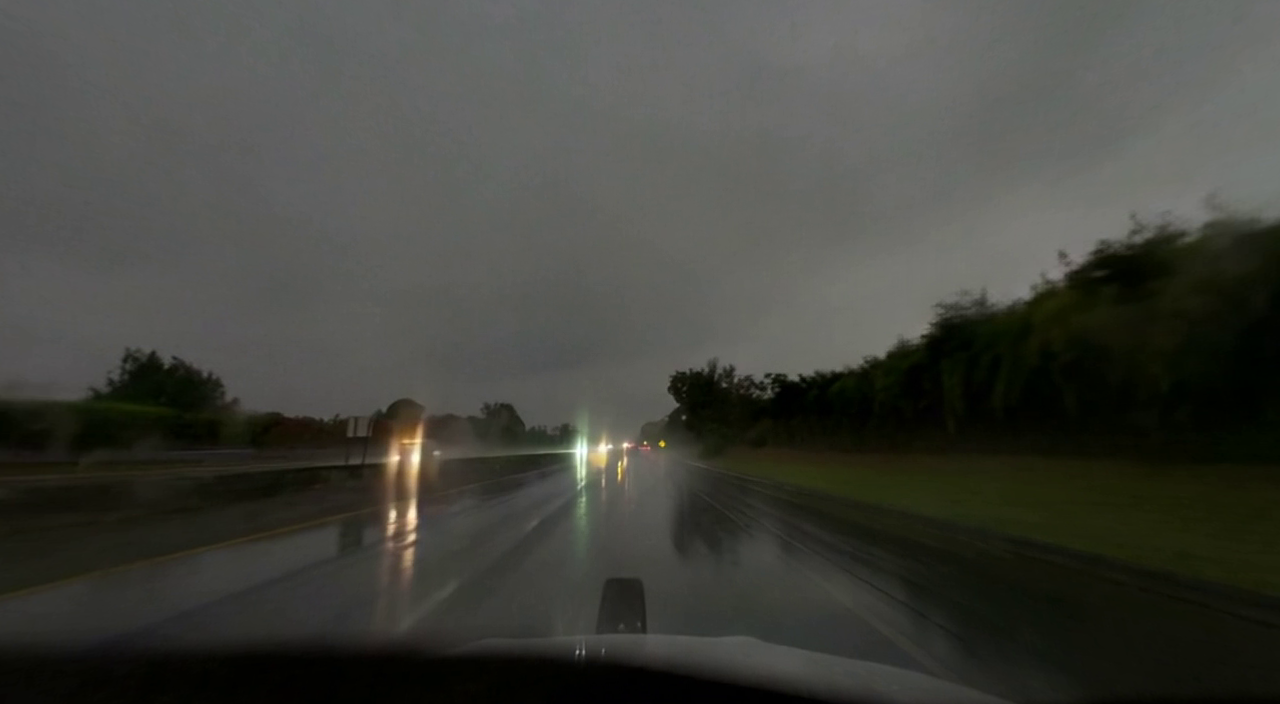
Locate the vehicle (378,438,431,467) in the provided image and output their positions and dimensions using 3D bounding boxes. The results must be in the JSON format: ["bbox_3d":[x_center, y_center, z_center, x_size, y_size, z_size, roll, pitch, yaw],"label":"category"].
[{"bbox_3d":[-17.286,7.409,46.621,2.067,1.980,4.741,0,-9,0],"label":"vehicle"}]
